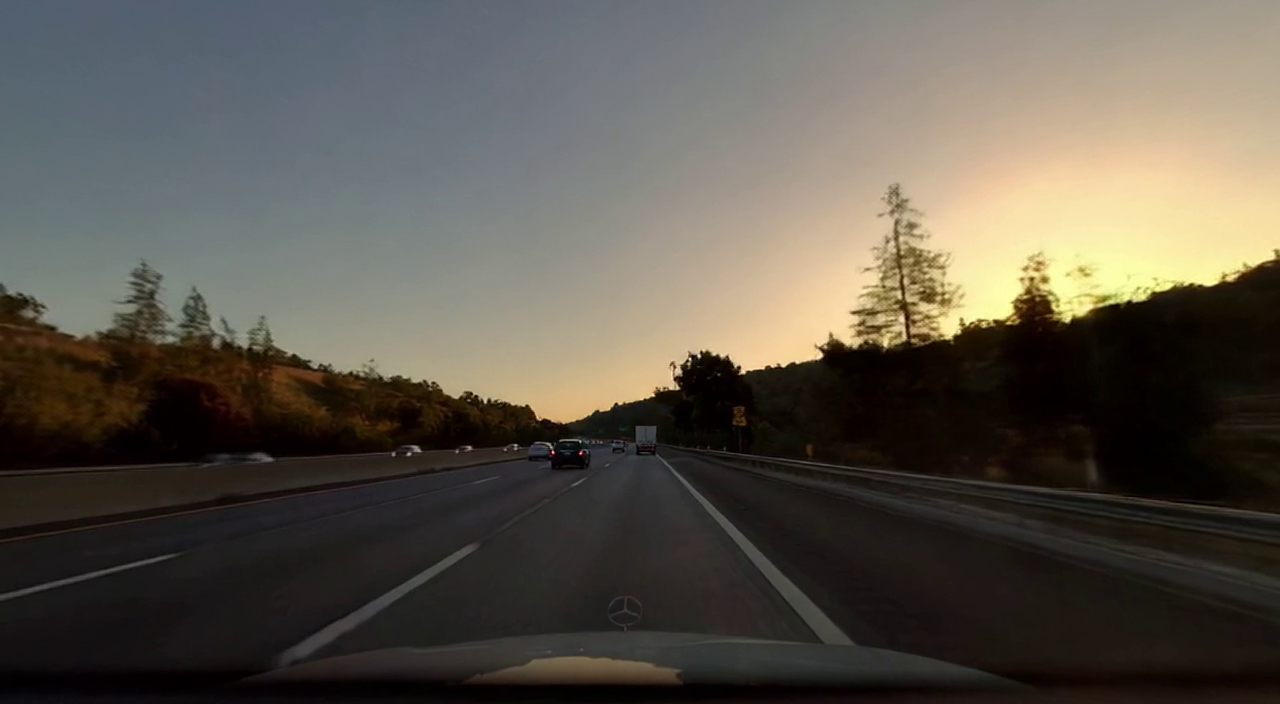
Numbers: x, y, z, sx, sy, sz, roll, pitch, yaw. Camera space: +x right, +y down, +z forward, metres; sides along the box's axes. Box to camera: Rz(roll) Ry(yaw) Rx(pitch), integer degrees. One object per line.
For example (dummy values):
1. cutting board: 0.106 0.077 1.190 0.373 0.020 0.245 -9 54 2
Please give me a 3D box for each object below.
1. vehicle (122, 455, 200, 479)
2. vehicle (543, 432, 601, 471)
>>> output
1. vehicle: -32.531 7.819 43.032 1.785 1.459 4.414 0 -9 1
2. vehicle: -3.296 4.959 31.597 2.283 1.802 4.810 0 -9 1
